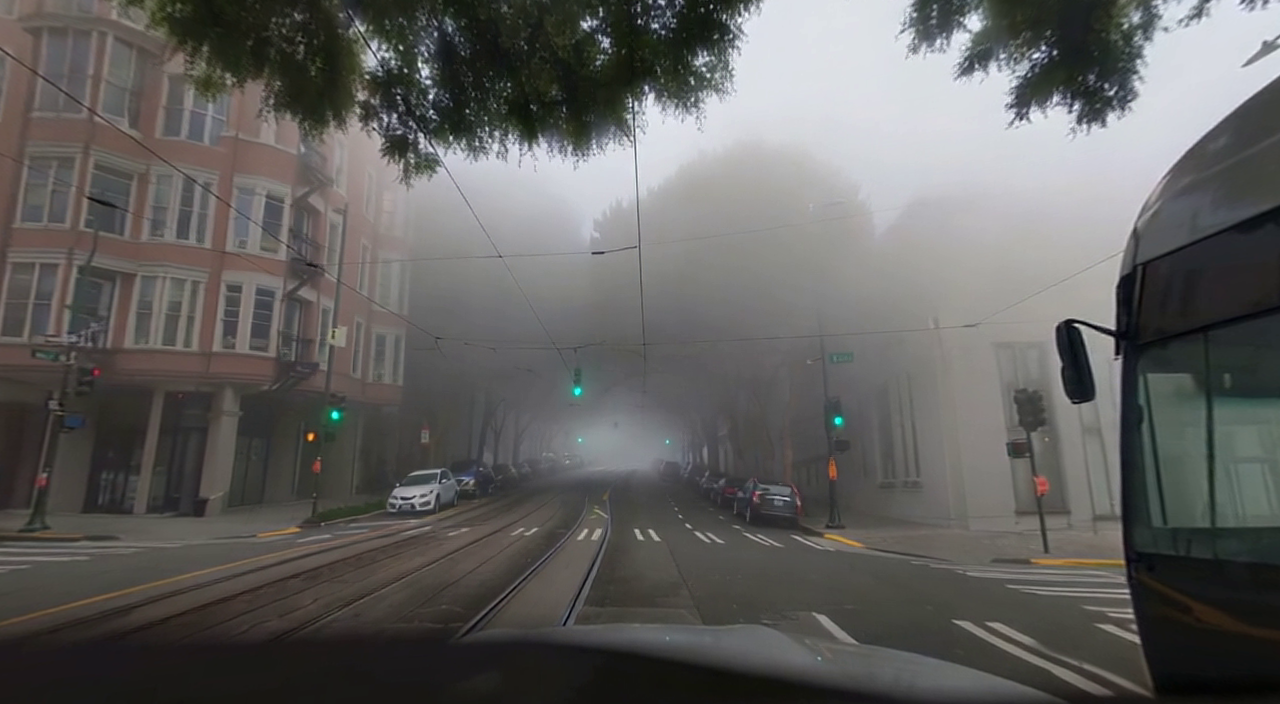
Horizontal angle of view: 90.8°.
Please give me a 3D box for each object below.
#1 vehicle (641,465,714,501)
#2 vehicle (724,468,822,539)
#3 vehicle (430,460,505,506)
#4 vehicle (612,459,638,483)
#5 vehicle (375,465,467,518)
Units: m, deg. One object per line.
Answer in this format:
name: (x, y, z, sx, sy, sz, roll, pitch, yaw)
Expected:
vehicle: (1.816, 6.519, 31.719, 1.984, 1.571, 3.404, 6, -10, -33)
vehicle: (3.843, 4.450, 19.093, 1.929, 1.723, 4.134, 0, -8, -2)
vehicle: (-7.415, 5.657, 27.651, 1.861, 1.751, 4.550, 1, -9, 2)
vehicle: (-1.113, 9.014, 48.034, 1.966, 1.600, 3.494, 0, -8, 0)
vehicle: (-7.432, 4.853, 21.878, 1.779, 1.588, 3.953, 2, -13, -2)
